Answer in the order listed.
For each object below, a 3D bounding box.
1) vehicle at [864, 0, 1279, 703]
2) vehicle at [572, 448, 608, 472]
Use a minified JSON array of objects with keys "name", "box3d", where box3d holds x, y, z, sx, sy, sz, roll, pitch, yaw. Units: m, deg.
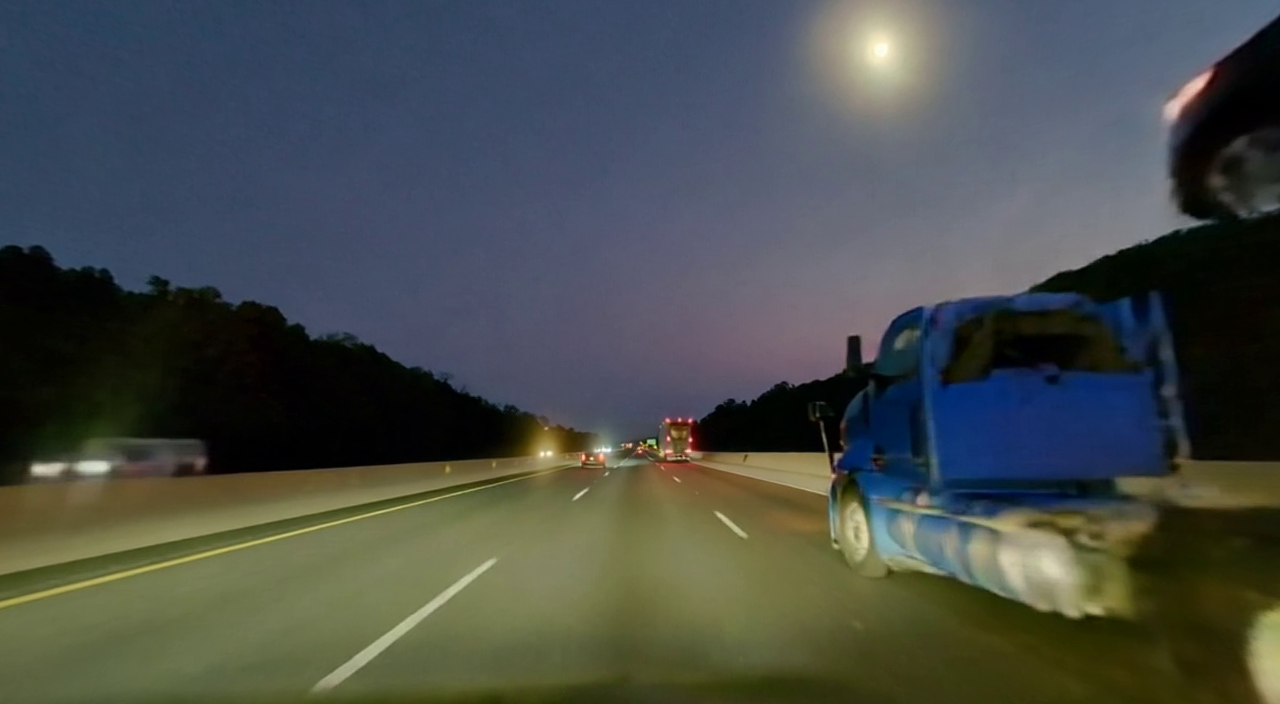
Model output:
[{"name":"vehicle","box3d":[3.700,-0.393,1.047,3.046,3.762,9.803,0,-9,0]},{"name":"vehicle","box3d":[-3.363,7.385,43.346,2.091,1.522,4.301,0,-9,0]}]
